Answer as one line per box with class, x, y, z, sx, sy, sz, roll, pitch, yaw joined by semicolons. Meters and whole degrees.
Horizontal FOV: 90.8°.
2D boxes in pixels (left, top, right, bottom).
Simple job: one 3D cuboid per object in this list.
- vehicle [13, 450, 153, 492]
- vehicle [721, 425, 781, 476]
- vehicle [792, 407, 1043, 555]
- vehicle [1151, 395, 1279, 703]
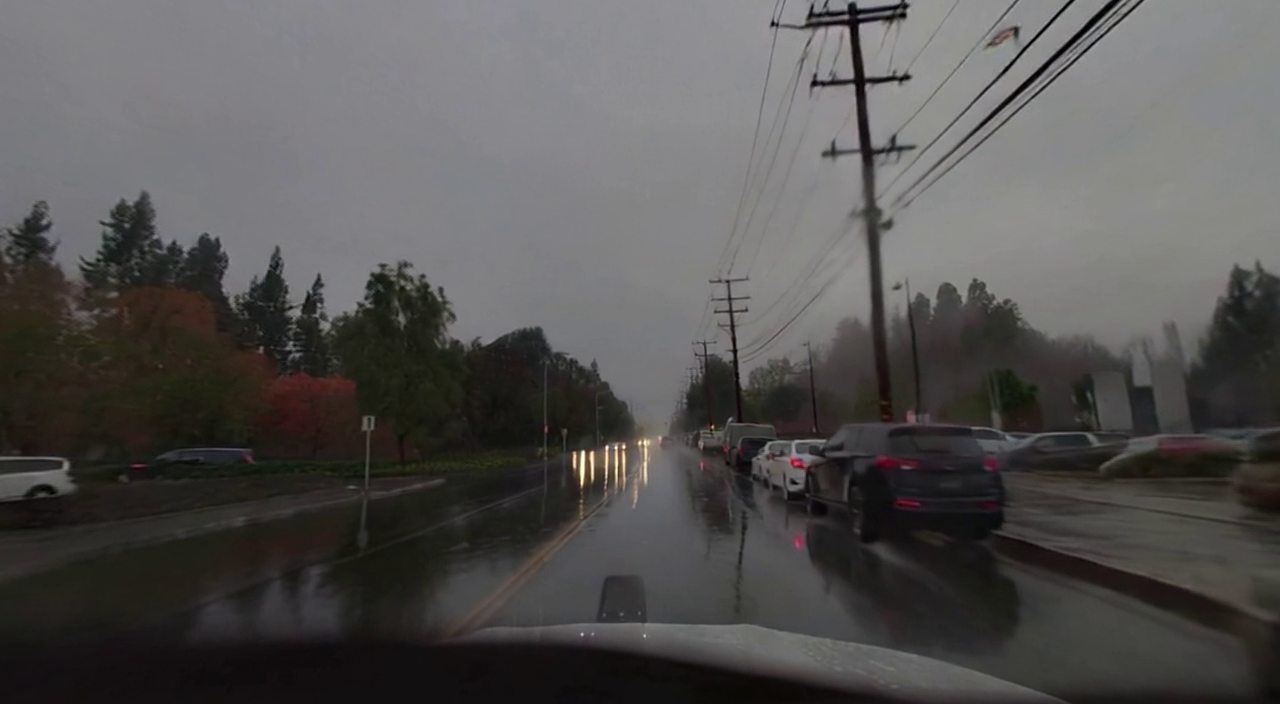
vehicle;-21.779;4.634;24.789;3.828;1.496;1.820;0;-9;4
vehicle;4.973;4.497;29.060;2.026;2.106;4.753;0;-8;1
vehicle;4.092;1.981;10.449;1.952;1.849;4.837;0;-8;0
vehicle;3.398;0.692;0.767;2.261;1.503;4.695;-2;-8;11
